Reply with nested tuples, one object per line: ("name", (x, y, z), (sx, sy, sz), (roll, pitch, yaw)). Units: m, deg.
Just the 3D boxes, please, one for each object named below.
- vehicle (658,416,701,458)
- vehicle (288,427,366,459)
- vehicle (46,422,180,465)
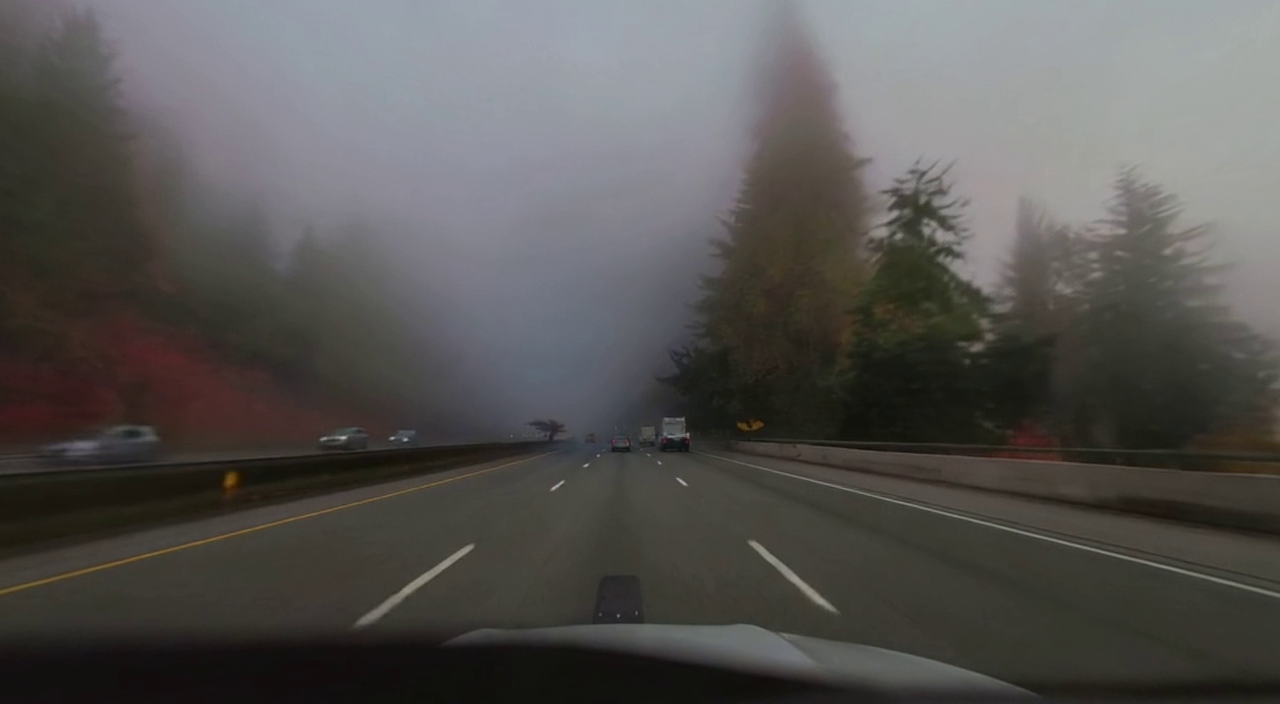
("vehicle", (2.556, 5.716, 42.310), (2.411, 2.614, 5.781), (0, -8, -1))
("vehicle", (-15.980, 4.656, 32.403), (1.795, 1.503, 4.527), (0, -8, -2))
("vehicle", (-20.119, 3.509, 24.251), (1.800, 1.486, 3.963), (0, -8, -1))
